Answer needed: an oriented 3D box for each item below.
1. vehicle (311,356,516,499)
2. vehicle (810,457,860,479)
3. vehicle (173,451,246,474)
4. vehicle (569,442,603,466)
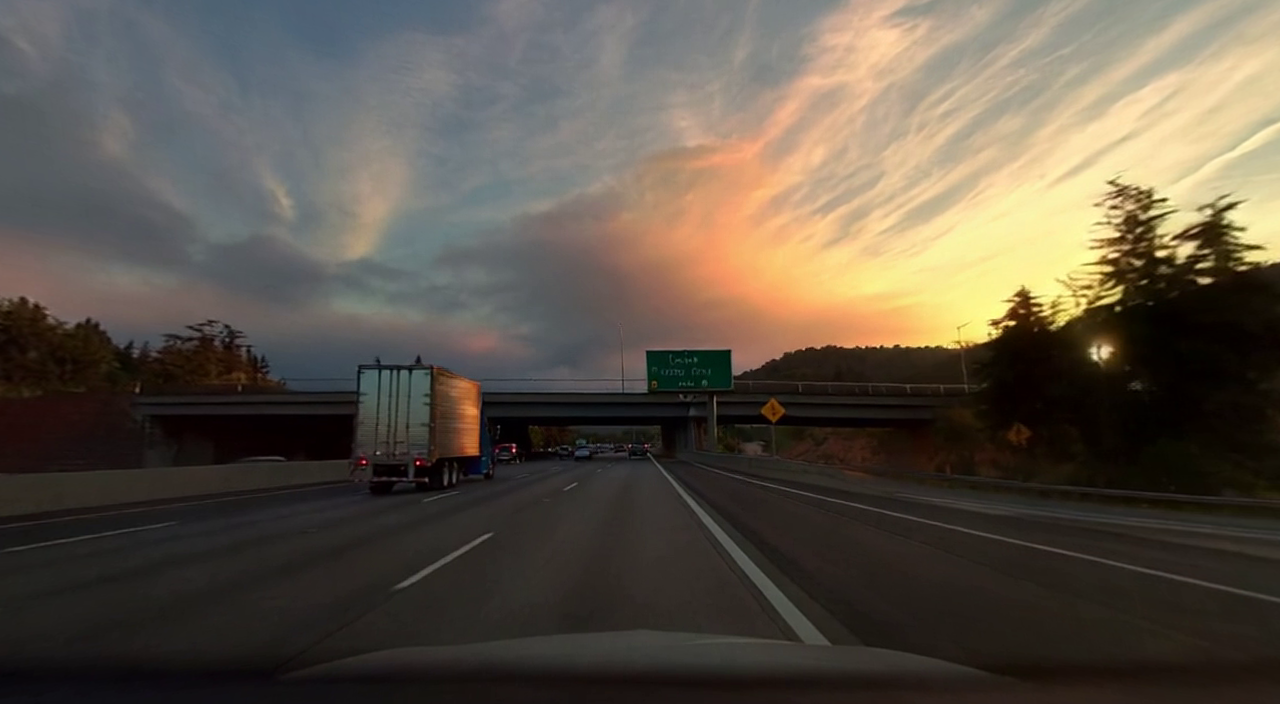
[{"bbox_3d":[-7.143,2.808,22.267,3.303,3.868,10.298,0,-9,1],"label":"vehicle"},{"bbox_3d":[14.338,8.537,46.572,1.993,1.466,4.310,1,-9,-6],"label":"vehicle"},{"bbox_3d":[-32.265,8.261,47.413,1.979,1.628,4.951,0,-9,0],"label":"vehicle"},{"bbox_3d":[-4.016,7.699,47.571,2.094,1.695,4.260,0,-9,1],"label":"vehicle"}]
